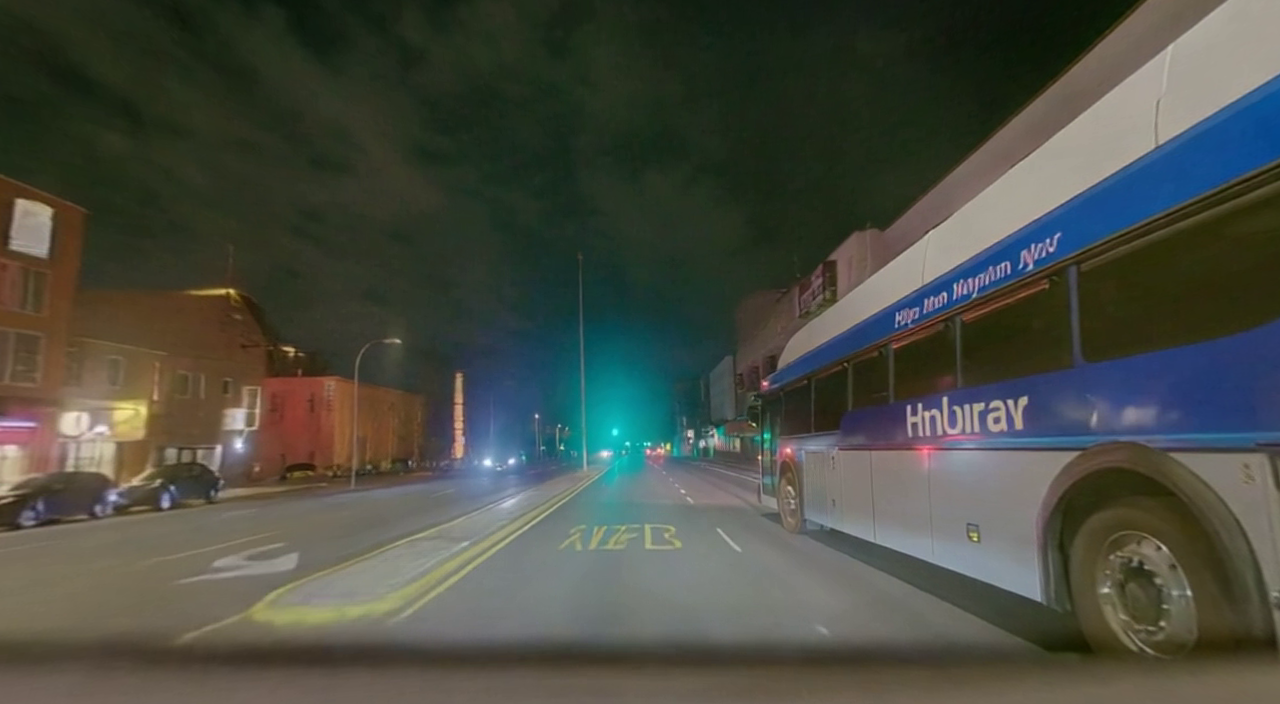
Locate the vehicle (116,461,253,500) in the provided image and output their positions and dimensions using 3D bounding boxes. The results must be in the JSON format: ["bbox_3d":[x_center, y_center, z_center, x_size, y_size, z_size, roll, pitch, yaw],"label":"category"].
[{"bbox_3d":[-19.507,5.488,27.186,4.409,1.508,1.803,0,-8,-3],"label":"vehicle"}]

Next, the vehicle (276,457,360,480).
[{"bbox_3d":[-21.966,7.963,43.246,4.708,1.488,1.868,0,-8,-1],"label":"vehicle"}]

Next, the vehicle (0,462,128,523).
[{"bbox_3d":[-18.265,4.153,18.878,4.192,1.606,1.922,0,-8,0],"label":"vehicle"}]

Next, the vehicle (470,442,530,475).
[{"bbox_3d":[-8.462,6.478,38.870,2.315,1.841,5.648,0,-8,1],"label":"vehicle"}]

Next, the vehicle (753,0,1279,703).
[{"bbox_3d":[3.980,0.548,6.304,3.194,3.345,12.428,0,-8,-1],"label":"vehicle"}]
